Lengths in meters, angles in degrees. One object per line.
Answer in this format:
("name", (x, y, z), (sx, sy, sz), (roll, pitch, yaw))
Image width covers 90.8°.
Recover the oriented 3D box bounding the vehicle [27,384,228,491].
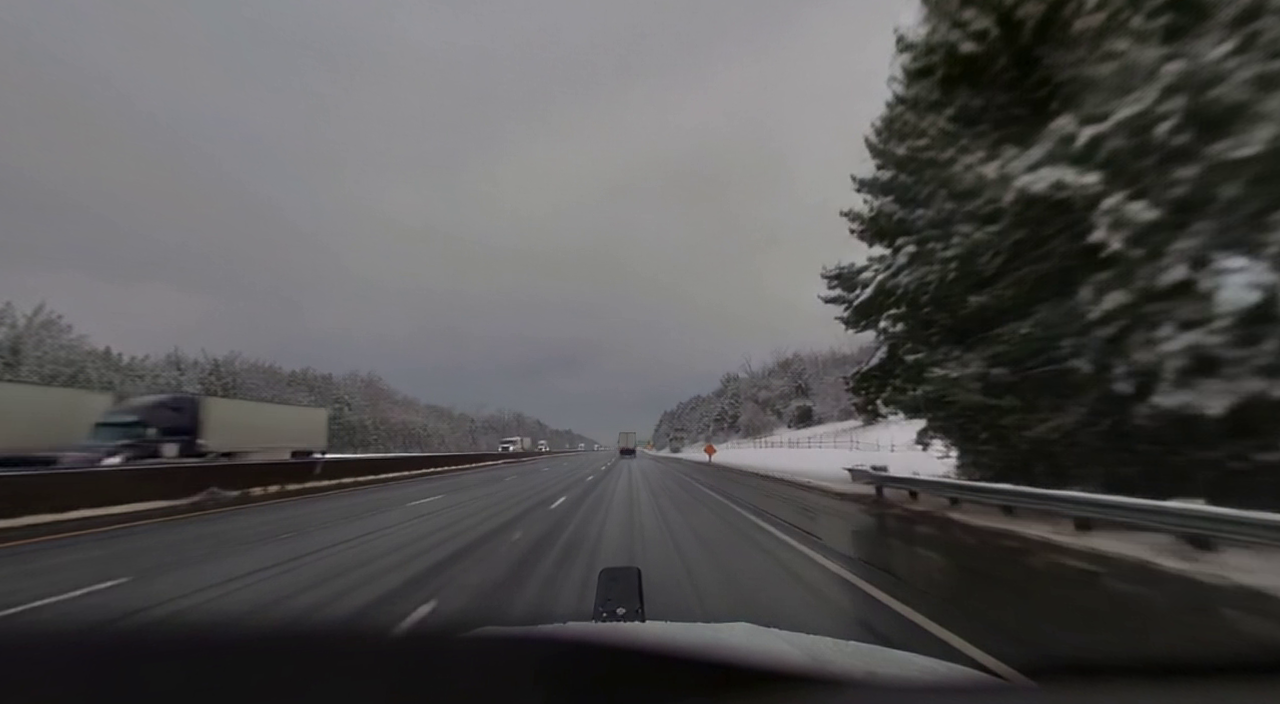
("vehicle", (-20.418, 3.522, 25.769), (3.072, 3.828, 5.949), (0, -9, -1))
